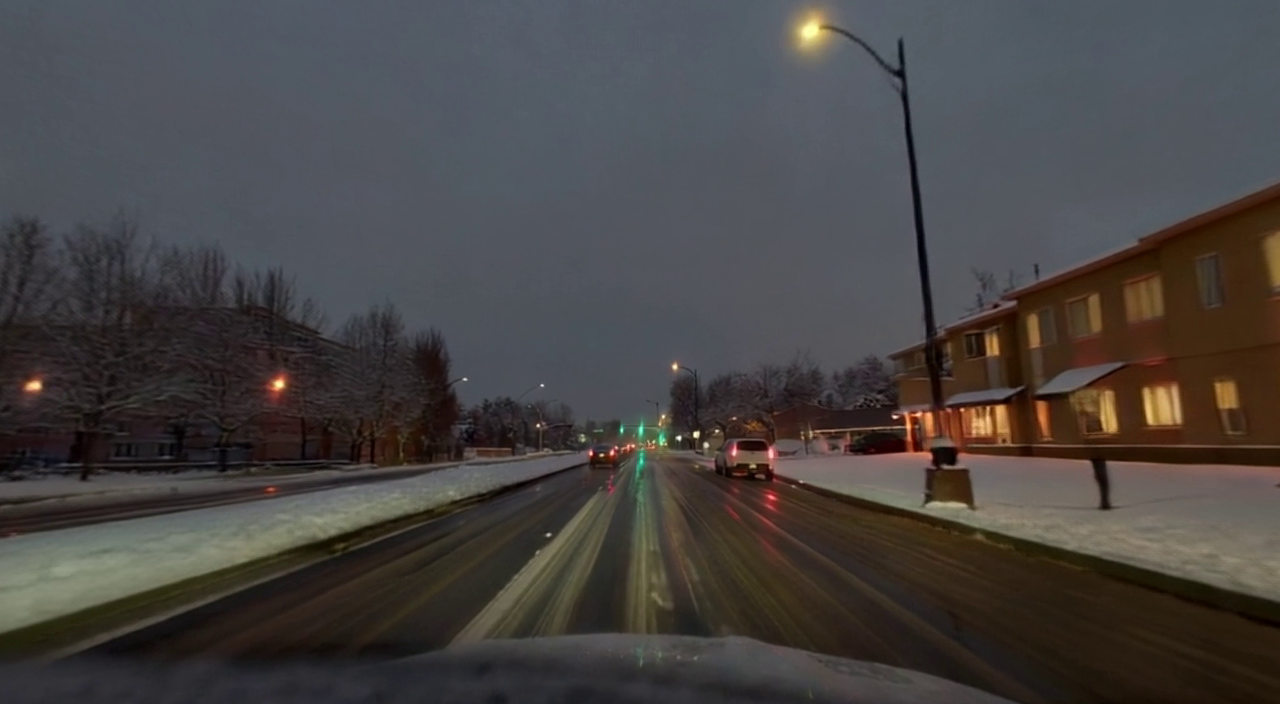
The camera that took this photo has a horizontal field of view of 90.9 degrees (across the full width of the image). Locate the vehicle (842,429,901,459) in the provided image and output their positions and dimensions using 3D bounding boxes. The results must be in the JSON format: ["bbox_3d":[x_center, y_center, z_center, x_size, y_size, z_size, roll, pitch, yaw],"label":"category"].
[{"bbox_3d":[15.036,6.041,41.217,2.202,1.822,4.978,-1,-8,3],"label":"vehicle"}]

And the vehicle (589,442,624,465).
[{"bbox_3d":[-2.336,7.211,44.890,2.176,1.543,4.335,0,-8,1],"label":"vehicle"}]

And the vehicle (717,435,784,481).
[{"bbox_3d":[4.534,4.416,26.577,2.067,1.755,4.616,0,-8,1],"label":"vehicle"}]

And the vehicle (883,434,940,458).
[{"bbox_3d":[17.812,6.201,41.564,1.953,1.488,4.129,0,-8,1],"label":"vehicle"}]
